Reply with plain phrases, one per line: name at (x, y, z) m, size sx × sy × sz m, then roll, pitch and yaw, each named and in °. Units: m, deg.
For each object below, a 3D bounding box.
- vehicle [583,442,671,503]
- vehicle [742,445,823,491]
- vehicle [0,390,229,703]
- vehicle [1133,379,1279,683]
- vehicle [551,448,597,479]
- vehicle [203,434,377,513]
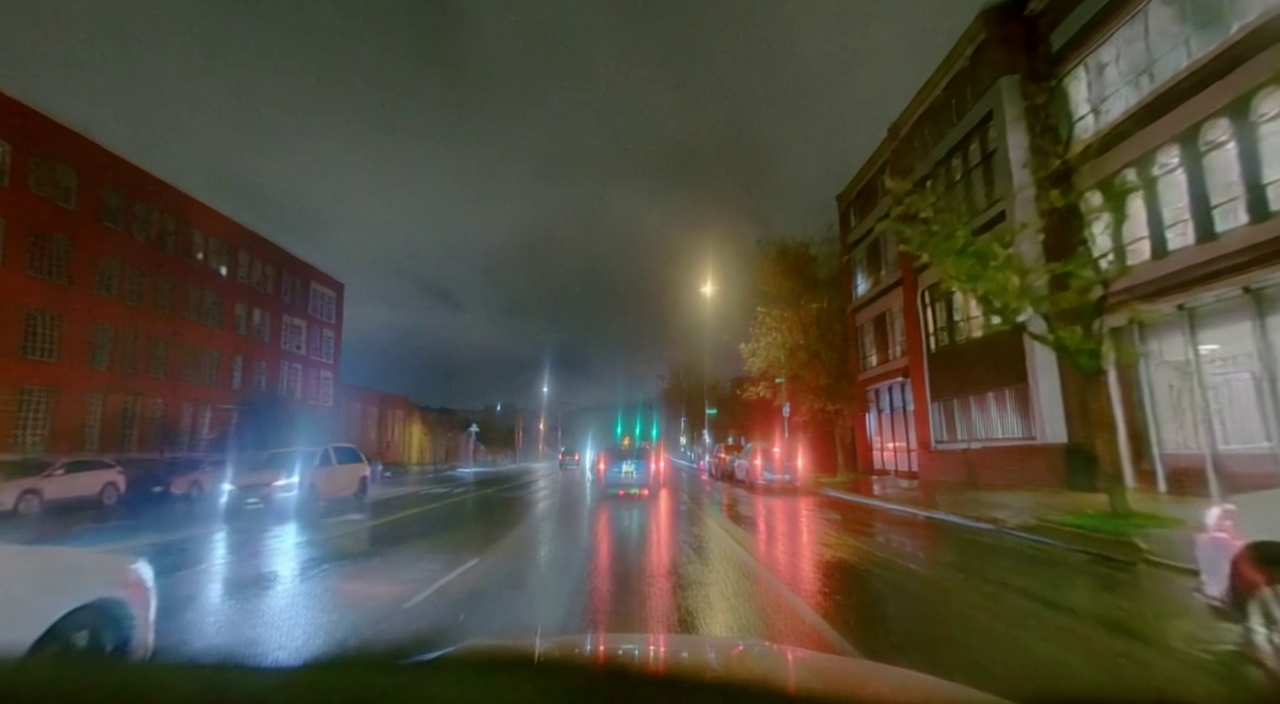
vehicle at (-0.332, 3.377, 18.097) m, size 2.230 × 1.518 × 4.113 m, roll 0°, pitch -9°, yaw 0°
vehicle at (4.969, 4.090, 22.534) m, size 1.832 × 1.491 × 4.054 m, roll 0°, pitch -9°, yaw -1°
vehicle at (-3.453, 0.759, 1.329) m, size 1.934 × 1.548 × 4.635 m, roll 0°, pitch -9°, yaw 1°
vehicle at (4.833, 0.822, 2.227) m, size 2.123 × 1.736 × 4.795 m, roll 1°, pitch -9°, yaw -3°
vehicle at (-3.523, 6.035, 34.460) m, size 1.972 × 1.560 × 4.066 m, roll 0°, pitch -9°, yaw 2°
vehicle at (-9.625, 3.357, 17.931) m, size 2.152 × 1.890 × 4.804 m, roll 0°, pitch -9°, yaw 0°
